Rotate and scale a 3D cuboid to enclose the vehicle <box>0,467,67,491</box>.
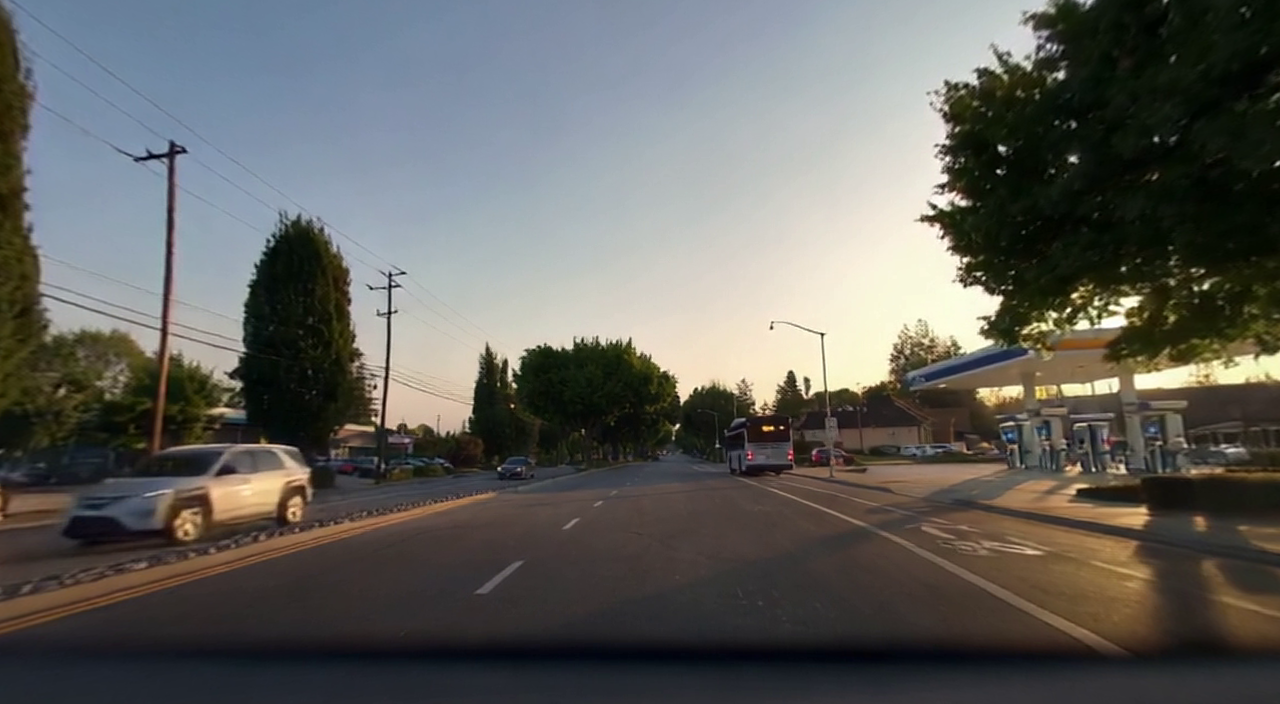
[{"bbox_3d":[-43.060,8.752,43.334,2.287,1.527,4.946,-2,-10,7],"label":"vehicle"}]

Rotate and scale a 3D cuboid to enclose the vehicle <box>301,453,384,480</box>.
[{"bbox_3d":[-22.751,8.712,48.407,2.284,1.855,5.392,-4,-10,27],"label":"vehicle"}]

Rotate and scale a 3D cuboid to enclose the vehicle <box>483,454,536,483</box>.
[{"bbox_3d":[-7.126,6.390,34.806,1.900,1.481,4.317,0,-9,1],"label":"vehicle"}]

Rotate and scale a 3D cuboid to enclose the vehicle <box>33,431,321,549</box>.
[{"bbox_3d":[-7.934,2.372,11.446,1.982,1.722,4.070,-1,-9,2],"label":"vehicle"}]
